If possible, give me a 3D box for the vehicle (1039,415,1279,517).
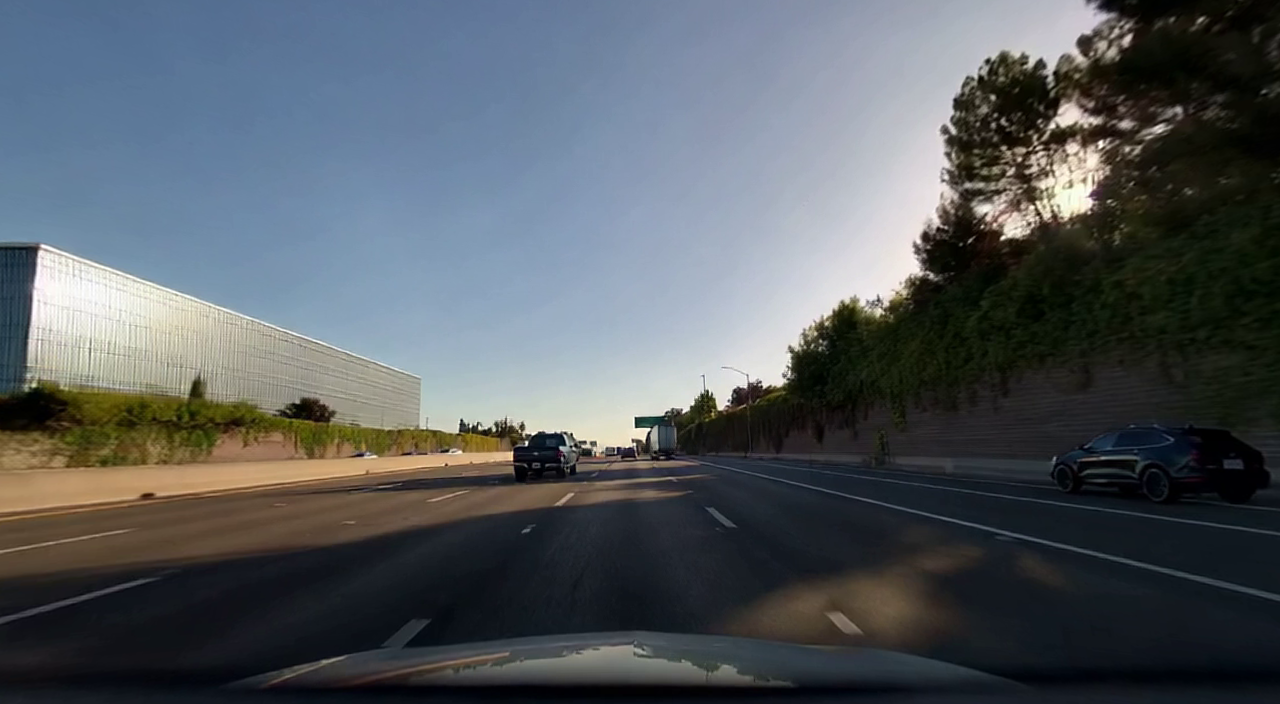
[{"bbox_3d":[11.503,2.422,13.808,2.089,1.787,5.080,0,-9,-2],"label":"vehicle"}]

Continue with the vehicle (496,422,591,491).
[{"bbox_3d":[-3.069,3.526,21.536,2.284,2.022,5.752,0,-9,0],"label":"vehicle"}]
